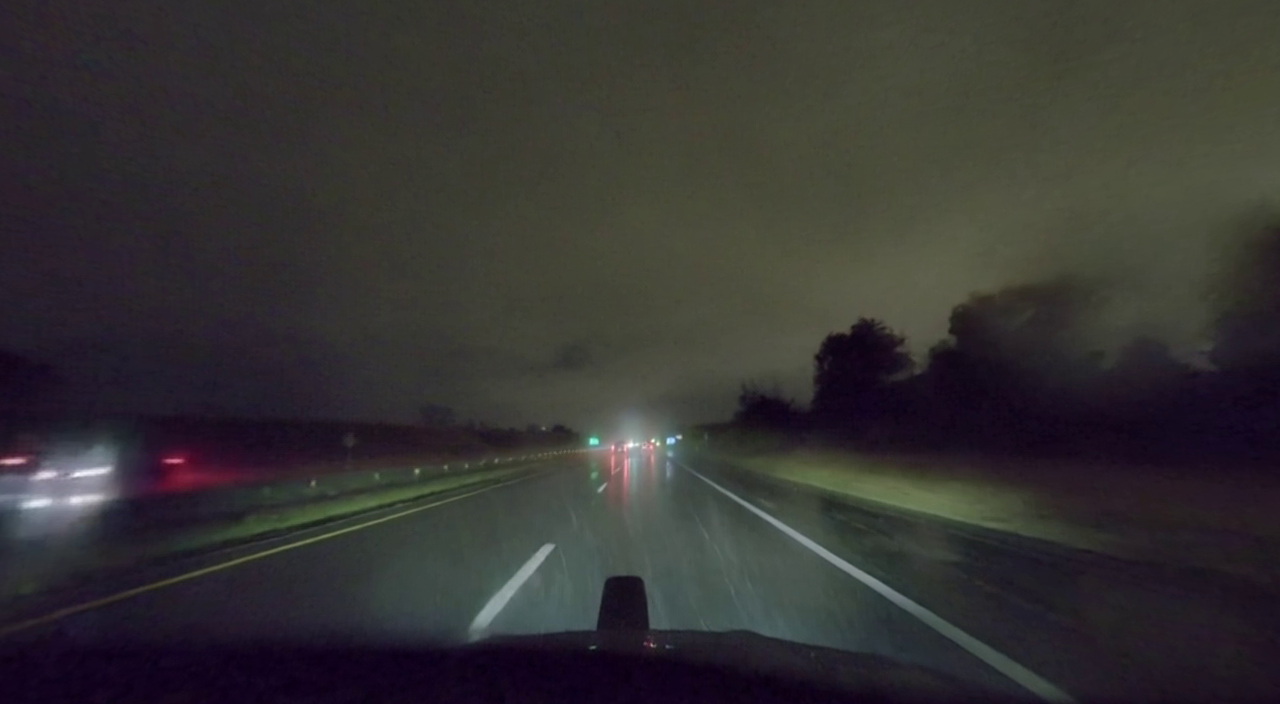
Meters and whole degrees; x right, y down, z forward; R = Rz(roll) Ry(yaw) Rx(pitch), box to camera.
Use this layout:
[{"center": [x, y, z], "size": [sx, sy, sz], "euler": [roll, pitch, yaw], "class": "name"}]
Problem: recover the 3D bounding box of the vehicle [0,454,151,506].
[{"center": [-19.140, 4.189, 21.085], "size": [1.878, 1.448, 4.573], "euler": [0, -9, 1], "class": "vehicle"}]
